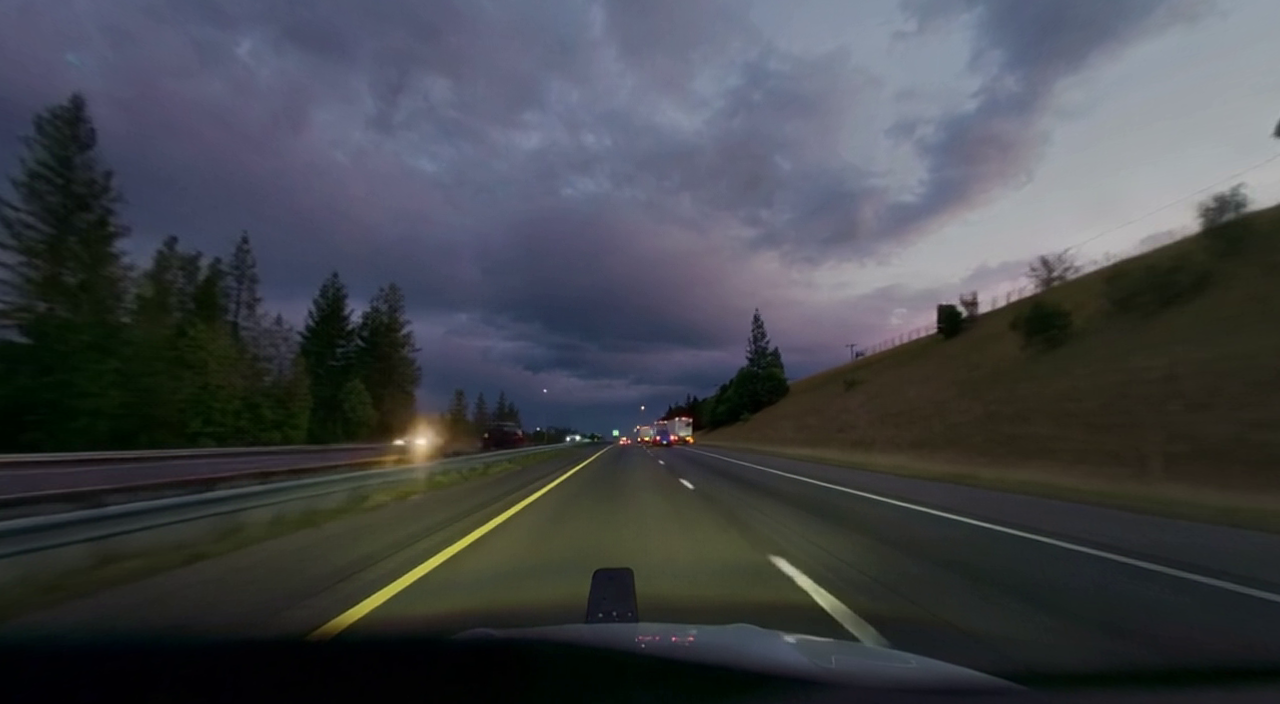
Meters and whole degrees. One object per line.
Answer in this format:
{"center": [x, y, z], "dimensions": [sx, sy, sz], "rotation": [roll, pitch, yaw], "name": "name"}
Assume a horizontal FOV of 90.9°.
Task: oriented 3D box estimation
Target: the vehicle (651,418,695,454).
{"center": [2.532, 6.651, 49.857], "dimensions": [2.821, 2.673, 6.205], "rotation": [0, -8, -3], "name": "vehicle"}

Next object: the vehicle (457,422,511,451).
{"center": [-9.249, 5.085, 37.823], "dimensions": [2.069, 1.641, 4.764], "rotation": [0, -8, 0], "name": "vehicle"}

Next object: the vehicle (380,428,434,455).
{"center": [-13.413, 5.154, 36.505], "dimensions": [1.791, 1.469, 3.578], "rotation": [0, -8, -1], "name": "vehicle"}
